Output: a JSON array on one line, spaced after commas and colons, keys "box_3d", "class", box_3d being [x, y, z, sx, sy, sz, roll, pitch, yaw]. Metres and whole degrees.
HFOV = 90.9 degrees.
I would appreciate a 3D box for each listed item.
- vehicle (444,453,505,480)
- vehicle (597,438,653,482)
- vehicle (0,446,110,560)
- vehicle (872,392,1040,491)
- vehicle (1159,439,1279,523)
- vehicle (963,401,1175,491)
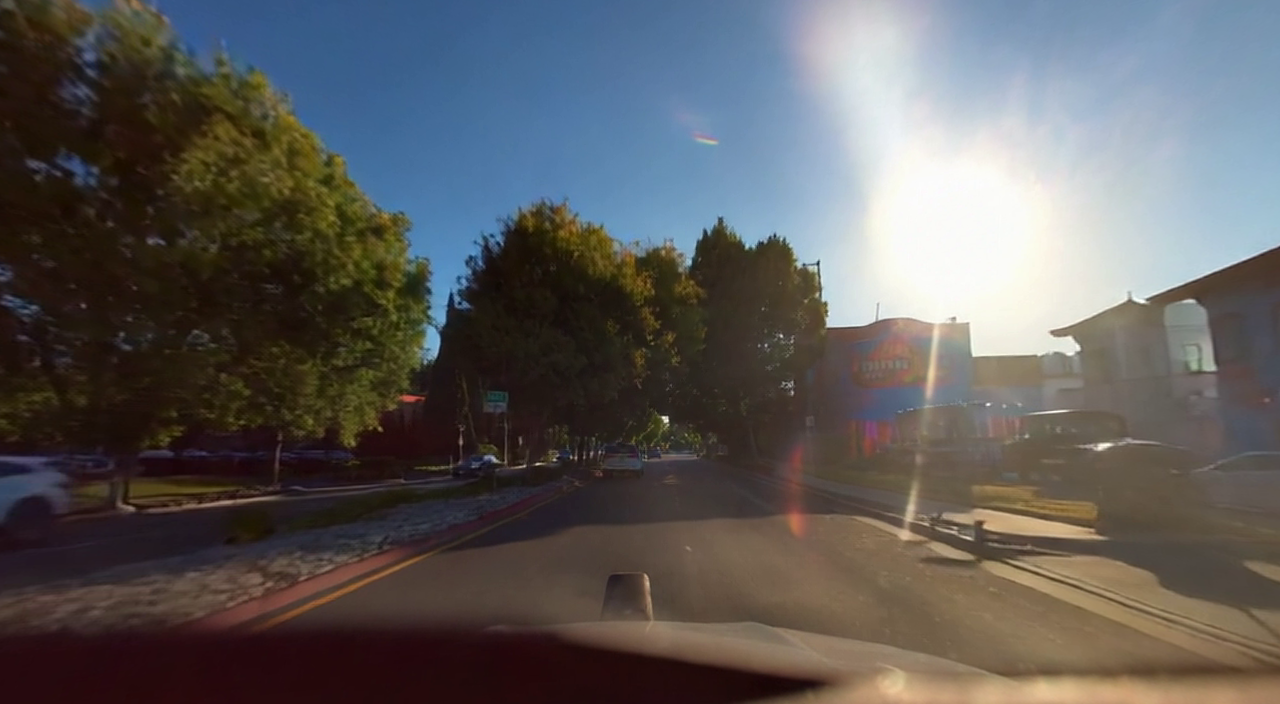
[{"box_3d": [-9.693, 6.718, 37.244, 1.937, 1.465, 4.506, -1, -9, 7], "class": "vehicle"}, {"box_3d": [-0.548, 4.665, 27.469, 2.129, 1.713, 4.314, 0, -9, 3], "class": "vehicle"}, {"box_3d": [-11.124, 2.317, 9.518, 1.997, 1.775, 4.585, 0, -9, 4], "class": "vehicle"}, {"box_3d": [14.213, 4.199, 29.877, 2.794, 3.710, 10.785, -3, -8, 3], "class": "vehicle"}, {"box_3d": [13.341, 2.652, 13.168, 1.686, 1.467, 3.955, -4, -7, 3], "class": "vehicle"}, {"box_3d": [13.443, 3.053, 20.673, 2.507, 2.441, 6.959, -1, -8, 5], "class": "vehicle"}]
